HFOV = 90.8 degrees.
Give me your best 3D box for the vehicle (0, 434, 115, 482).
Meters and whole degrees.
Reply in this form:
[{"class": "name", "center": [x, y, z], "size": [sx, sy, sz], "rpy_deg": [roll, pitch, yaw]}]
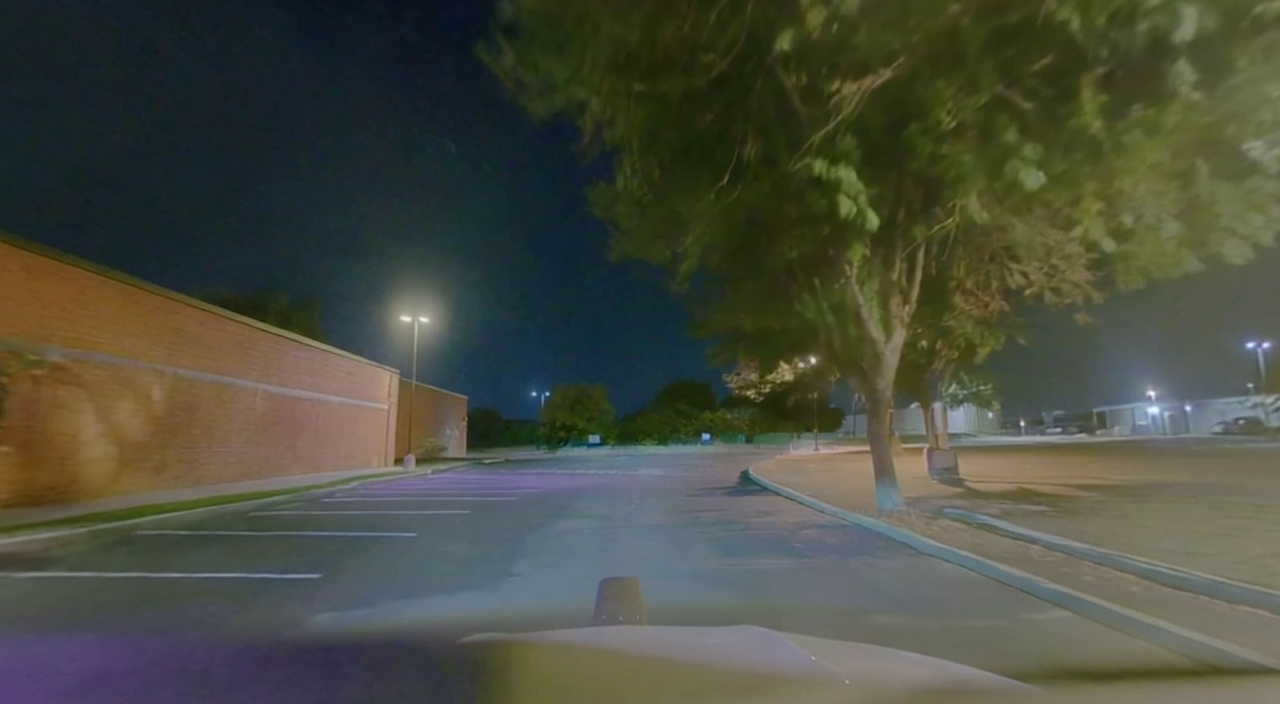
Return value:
[{"class": "vehicle", "center": [-26.420, 4.666, 28.209], "size": [1.963, 1.931, 4.715], "rpy_deg": [1, -8, -2]}]
